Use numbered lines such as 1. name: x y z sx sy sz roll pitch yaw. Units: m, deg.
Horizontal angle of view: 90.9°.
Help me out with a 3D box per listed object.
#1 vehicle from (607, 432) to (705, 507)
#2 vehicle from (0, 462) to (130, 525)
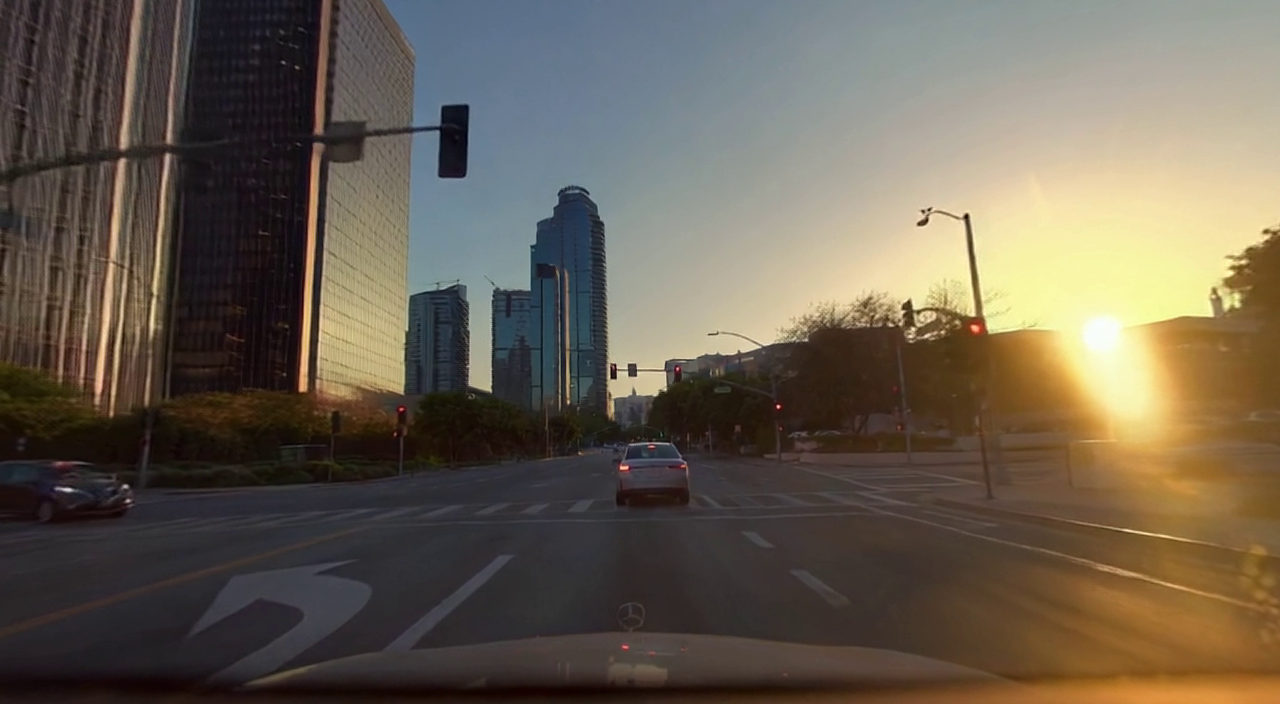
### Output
1. vehicle: 0.342 2.918 16.122 2.184 1.640 4.086 0 -8 0
2. vehicle: -16.820 3.833 17.395 4.494 1.475 1.893 -3 -9 16
